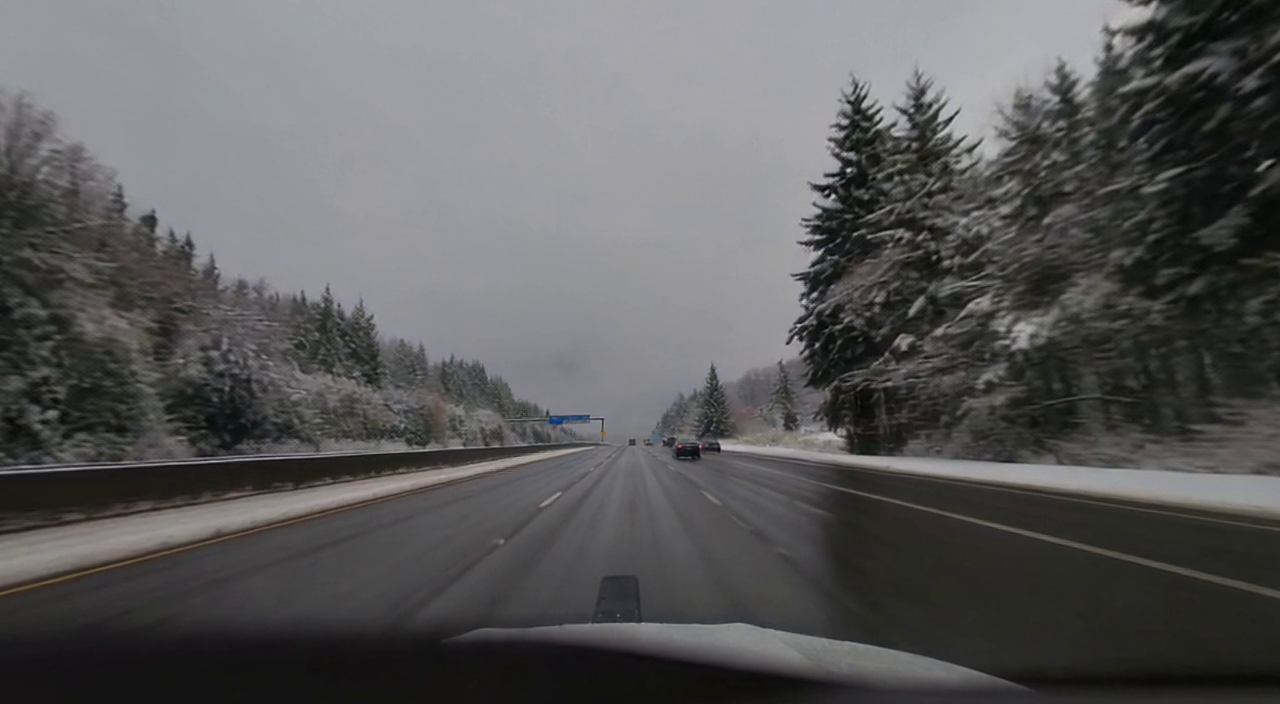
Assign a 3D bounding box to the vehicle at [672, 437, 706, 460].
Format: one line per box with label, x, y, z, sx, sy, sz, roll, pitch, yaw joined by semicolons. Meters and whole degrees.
vehicle;3.249;6.486;42.415;1.819;1.468;3.770;0;-8;-2
